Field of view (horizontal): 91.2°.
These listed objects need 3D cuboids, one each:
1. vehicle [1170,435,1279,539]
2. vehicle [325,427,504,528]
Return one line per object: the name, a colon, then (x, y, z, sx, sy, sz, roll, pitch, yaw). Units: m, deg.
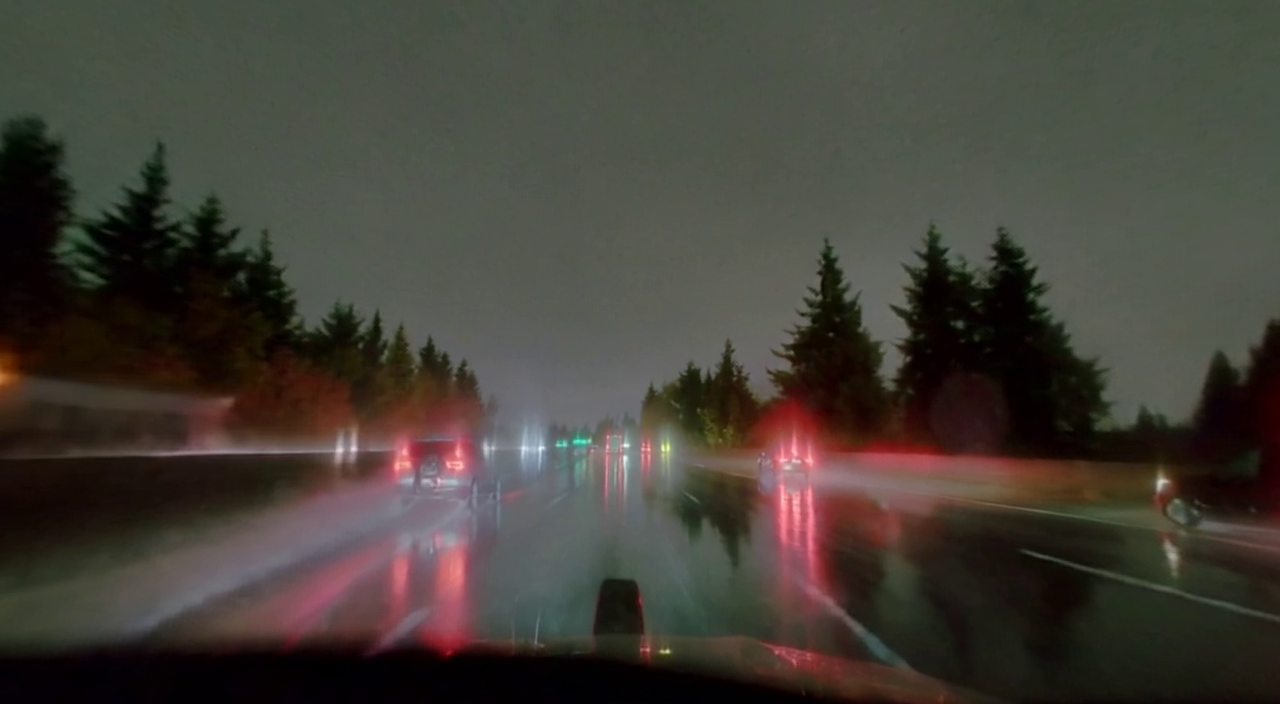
vehicle: (10.038, 1.890, 8.748, 1.853, 1.463, 3.780, 0, -9, -1)
vehicle: (-4.127, 2.362, 12.265, 2.071, 1.615, 3.868, 0, -9, 0)
